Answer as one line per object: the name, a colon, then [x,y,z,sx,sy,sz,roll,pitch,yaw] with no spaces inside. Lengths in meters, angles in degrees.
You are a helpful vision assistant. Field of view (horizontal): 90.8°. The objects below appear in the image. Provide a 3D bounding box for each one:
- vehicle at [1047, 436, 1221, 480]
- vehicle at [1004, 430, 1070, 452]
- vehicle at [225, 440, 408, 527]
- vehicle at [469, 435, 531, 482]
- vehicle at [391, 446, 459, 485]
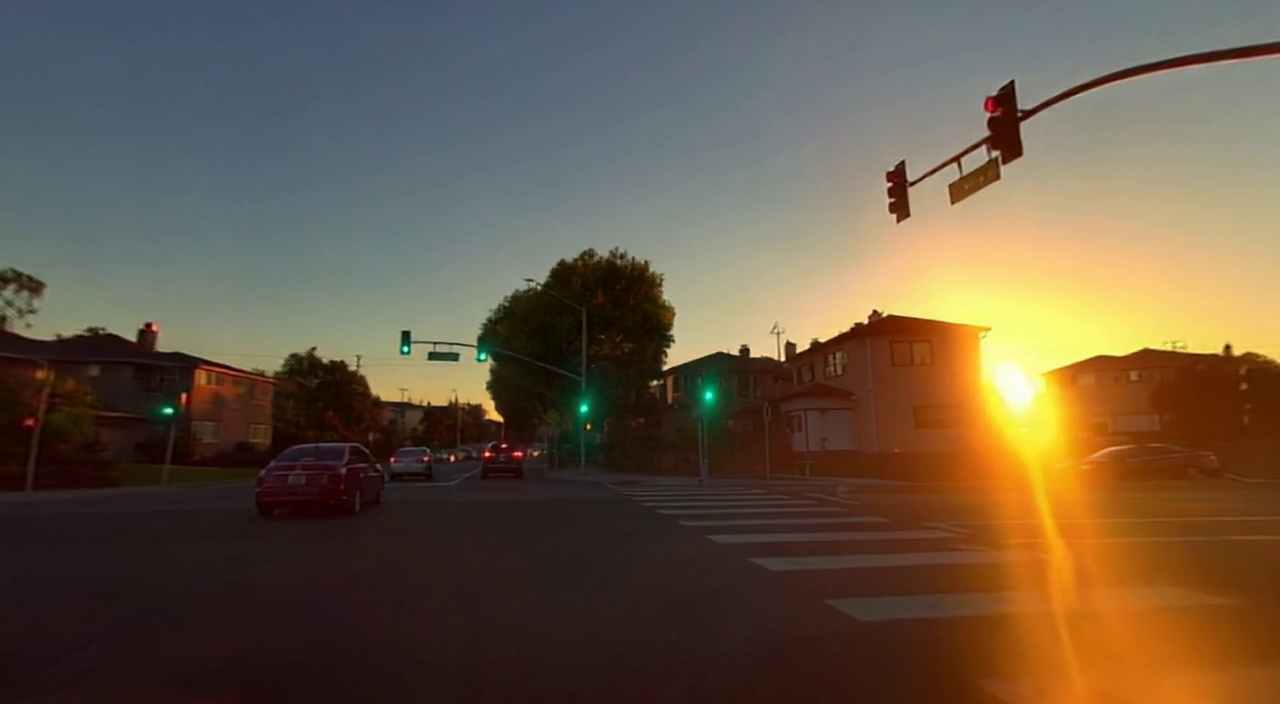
vehicle: [17.001,3.679,21.946,4.353,1.431,1.876,-1,-8,4]
vehicle: [27.634,6.227,44.175,1.905,1.483,4.322,-1,-8,2]
vehicle: [-6.541,2.646,13.476,1.977,1.488,4.741,1,-8,-8]
vehicle: [-6.031,4.616,27.735,2.396,1.881,4.606,1,-9,-10]
vehicle: [-8.895,4.687,26.492,1.934,1.459,4.368,1,-8,-9]
